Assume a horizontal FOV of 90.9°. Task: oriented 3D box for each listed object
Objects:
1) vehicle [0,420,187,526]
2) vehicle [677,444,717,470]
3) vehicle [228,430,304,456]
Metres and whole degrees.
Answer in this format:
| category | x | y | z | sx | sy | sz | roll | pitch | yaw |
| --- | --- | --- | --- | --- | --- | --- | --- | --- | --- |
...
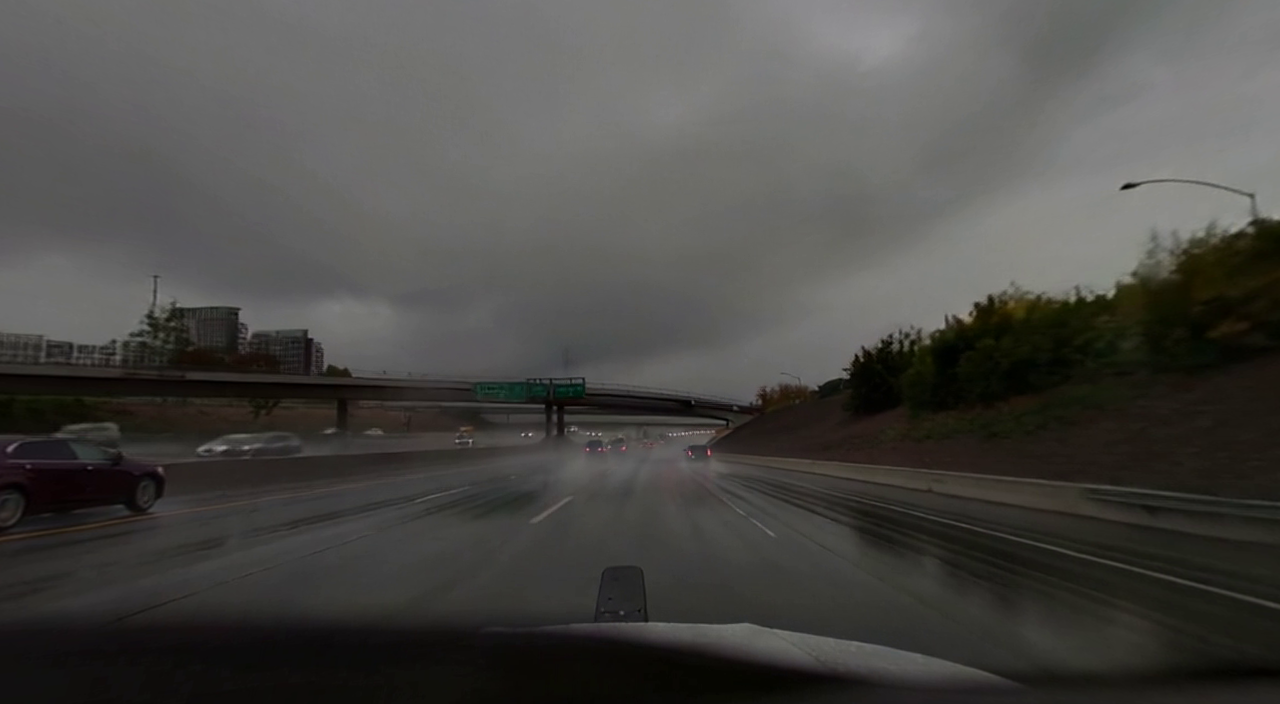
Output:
| category | x | y | z | sx | sy | sz | roll | pitch | yaw |
| --- | --- | --- | --- | --- | --- | --- | --- | --- | --- |
| vehicle | -11.197 | 2.193 | 11.819 | 1.995 | 1.682 | 4.516 | 0 | -8 | 1 |
| vehicle | 3.469 | 6.501 | 39.489 | 2.059 | 1.509 | 4.670 | 0 | -8 | 0 |
| vehicle | -24.797 | 6.096 | 42.041 | 2.010 | 1.614 | 4.848 | 0 | -8 | 2 |
